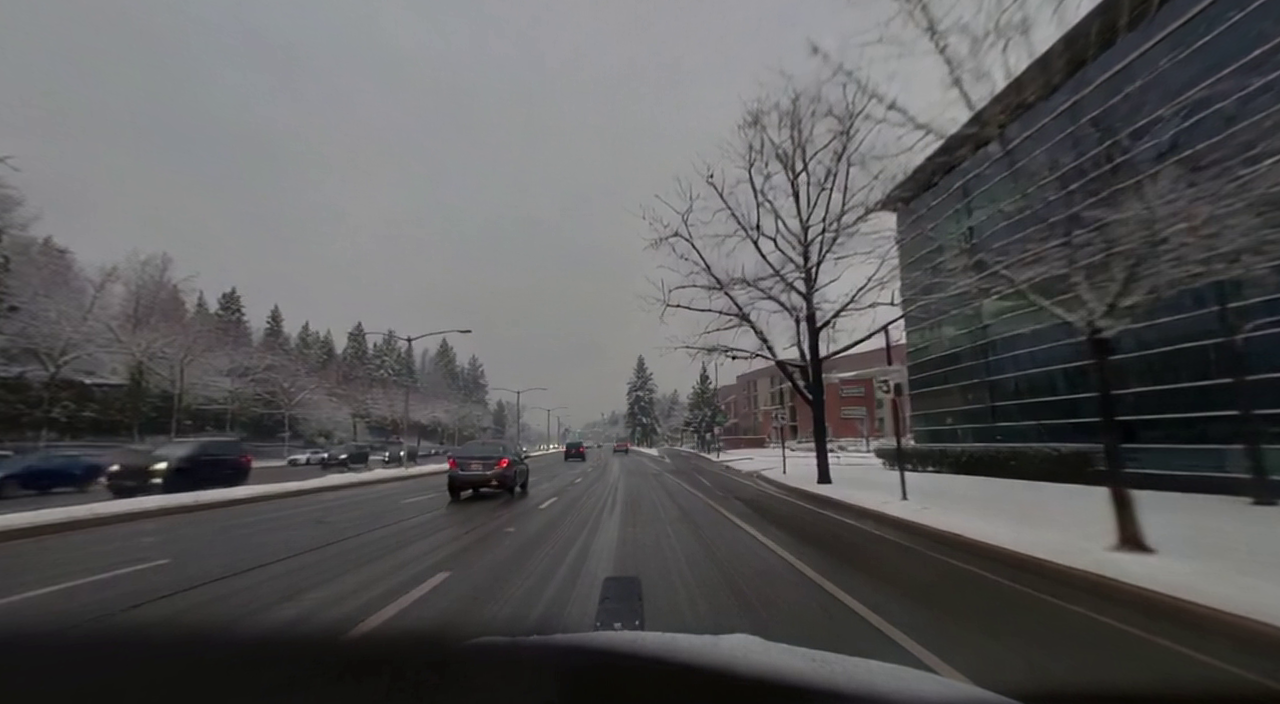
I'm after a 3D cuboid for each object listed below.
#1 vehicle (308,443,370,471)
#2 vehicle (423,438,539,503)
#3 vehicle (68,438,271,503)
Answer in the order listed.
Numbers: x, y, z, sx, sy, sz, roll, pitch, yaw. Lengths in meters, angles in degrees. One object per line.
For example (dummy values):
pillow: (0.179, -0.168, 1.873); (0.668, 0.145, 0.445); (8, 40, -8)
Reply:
vehicle: (-20.172, 7.028, 42.605); (1.963, 1.765, 4.595); (0, -8, -1)
vehicle: (-4.018, 3.037, 16.758); (2.025, 1.474, 4.292); (0, -8, -1)
vehicle: (-12.934, 3.239, 17.915); (2.123, 1.585, 4.856); (0, -8, -2)
